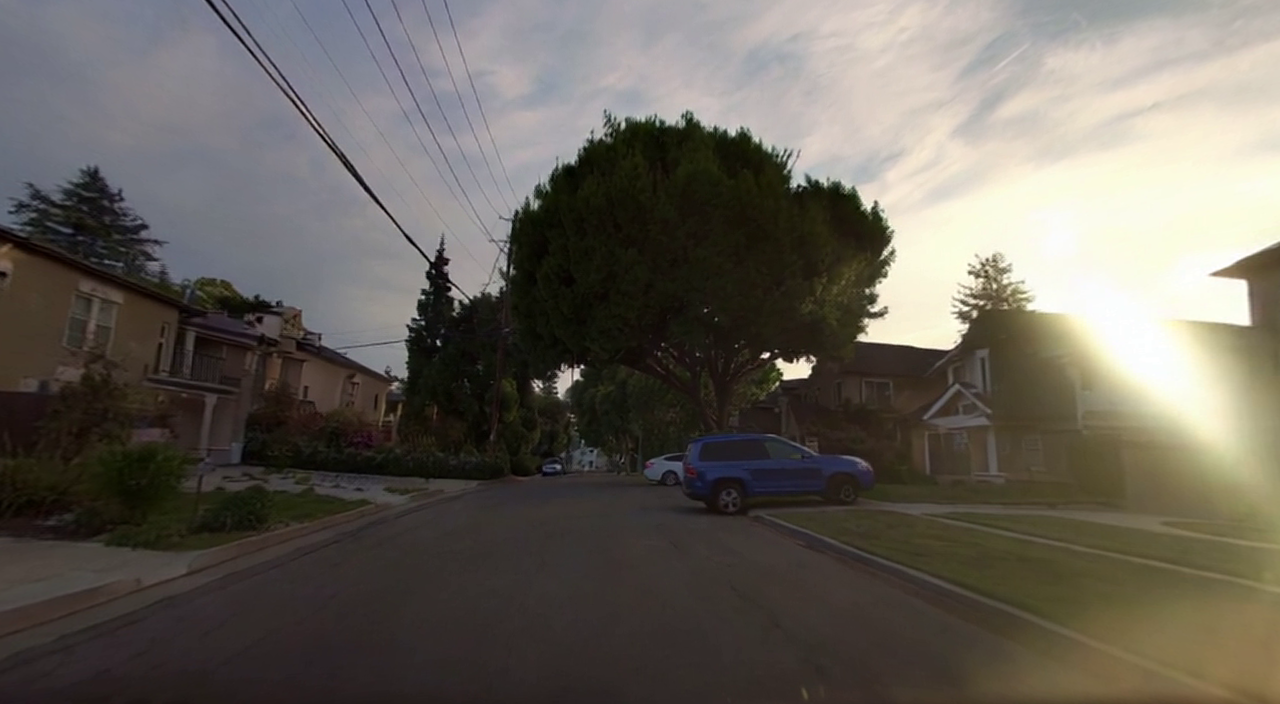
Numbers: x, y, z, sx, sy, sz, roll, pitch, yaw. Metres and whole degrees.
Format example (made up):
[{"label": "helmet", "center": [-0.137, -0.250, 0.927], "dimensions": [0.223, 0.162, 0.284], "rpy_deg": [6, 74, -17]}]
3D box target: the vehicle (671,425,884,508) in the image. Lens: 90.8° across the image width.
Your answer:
[{"label": "vehicle", "center": [3.053, 2.587, 14.580], "dimensions": [4.413, 1.728, 1.869], "rpy_deg": [2, -7, -7]}]
